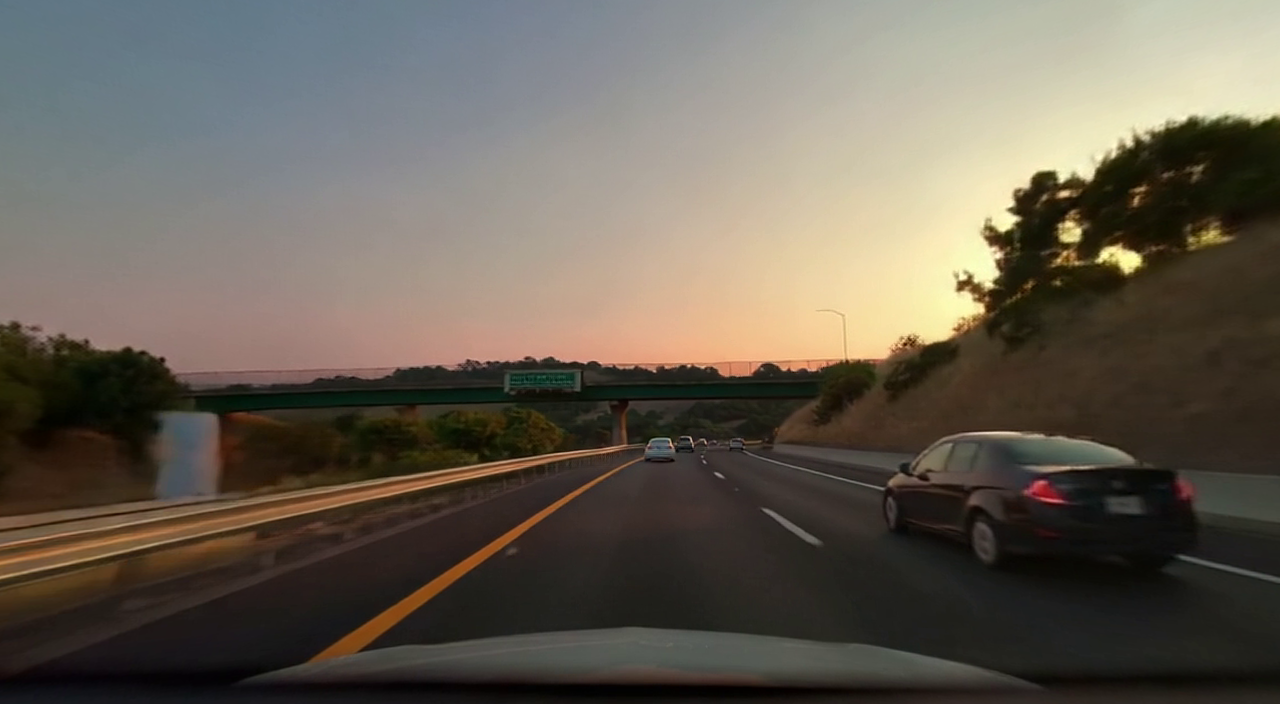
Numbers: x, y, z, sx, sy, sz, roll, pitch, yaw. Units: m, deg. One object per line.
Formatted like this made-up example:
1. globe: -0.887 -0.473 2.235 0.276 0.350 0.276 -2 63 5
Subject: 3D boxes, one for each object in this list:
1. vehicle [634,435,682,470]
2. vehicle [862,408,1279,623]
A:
1. vehicle: 0.840 4.474 28.208 1.993 1.461 3.812 -1 -8 3
2. vehicle: 4.216 1.474 6.712 2.163 1.489 4.470 0 -8 2
